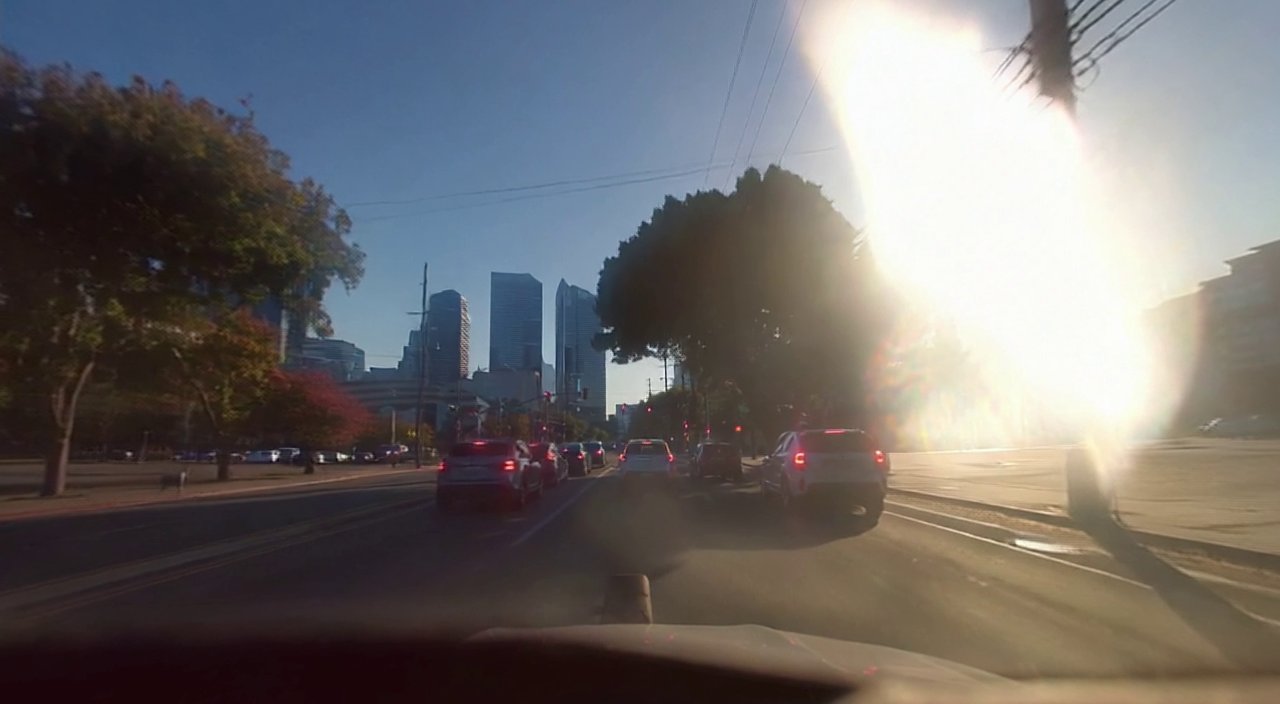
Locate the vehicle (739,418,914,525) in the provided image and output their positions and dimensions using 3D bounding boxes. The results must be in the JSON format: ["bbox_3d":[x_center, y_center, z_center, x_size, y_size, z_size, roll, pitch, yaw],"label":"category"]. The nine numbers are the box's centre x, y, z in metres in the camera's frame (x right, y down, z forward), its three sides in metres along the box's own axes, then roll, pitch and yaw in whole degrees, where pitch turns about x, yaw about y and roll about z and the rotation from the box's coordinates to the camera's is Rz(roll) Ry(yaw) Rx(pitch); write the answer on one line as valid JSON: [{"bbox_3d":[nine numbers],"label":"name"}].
[{"bbox_3d":[3.384,2.275,12.530,2.024,1.711,4.512,0,-9,-1],"label":"vehicle"}]

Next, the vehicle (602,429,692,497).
[{"bbox_3d":[0.149,3.036,17.629,2.200,1.653,4.127,0,-8,0],"label":"vehicle"}]

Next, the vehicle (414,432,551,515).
[{"bbox_3d":[-3.216,2.568,13.889,2.104,1.488,4.546,0,-9,-4],"label":"vehicle"}]

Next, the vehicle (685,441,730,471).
[{"bbox_3d":[3.593,5.605,34.282,1.880,1.503,4.130,0,-8,-1],"label":"vehicle"}]
